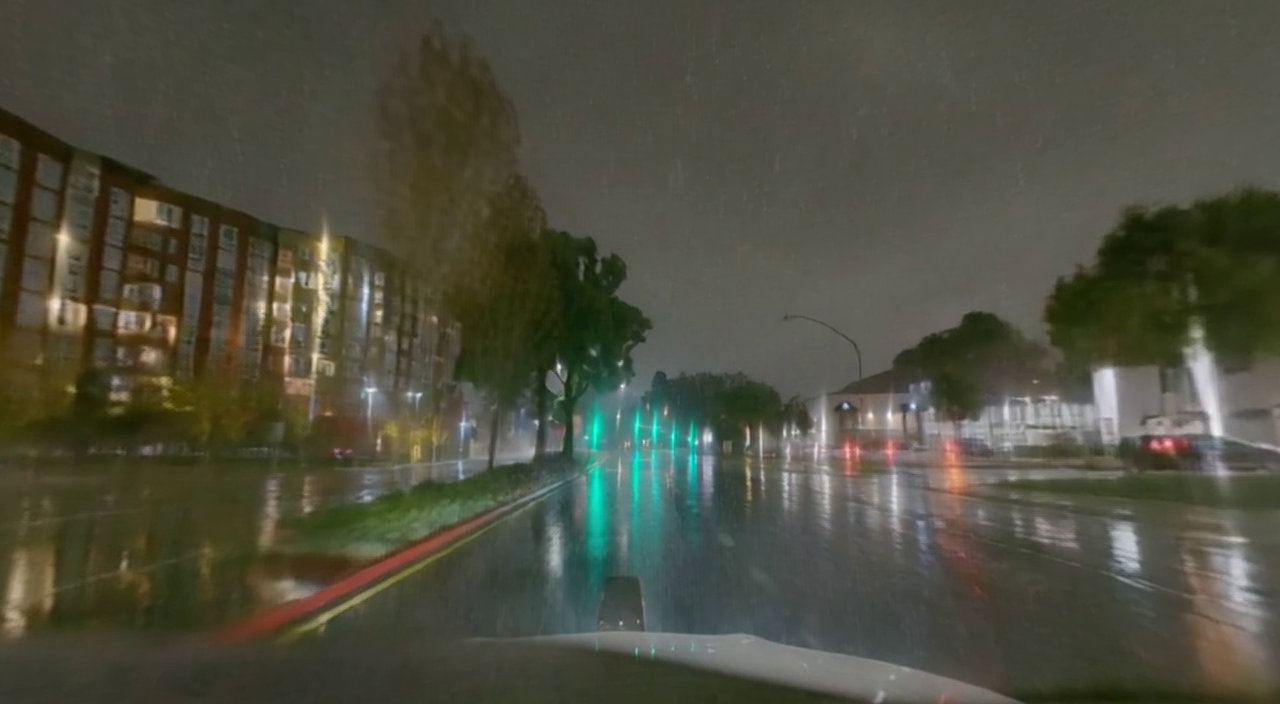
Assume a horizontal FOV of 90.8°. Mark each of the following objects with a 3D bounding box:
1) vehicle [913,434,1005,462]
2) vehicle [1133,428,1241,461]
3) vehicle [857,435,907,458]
[{"bbox_3d":[20.164,6.068,40.094,4.661,1.710,2.127,0,-8,-1],"label":"vehicle"},{"bbox_3d":[29.256,4.949,33.857,4.279,1.648,1.982,1,-9,-10],"label":"vehicle"},{"bbox_3d":[18.725,7.353,49.016,1.947,1.667,4.347,0,-8,-3],"label":"vehicle"}]
